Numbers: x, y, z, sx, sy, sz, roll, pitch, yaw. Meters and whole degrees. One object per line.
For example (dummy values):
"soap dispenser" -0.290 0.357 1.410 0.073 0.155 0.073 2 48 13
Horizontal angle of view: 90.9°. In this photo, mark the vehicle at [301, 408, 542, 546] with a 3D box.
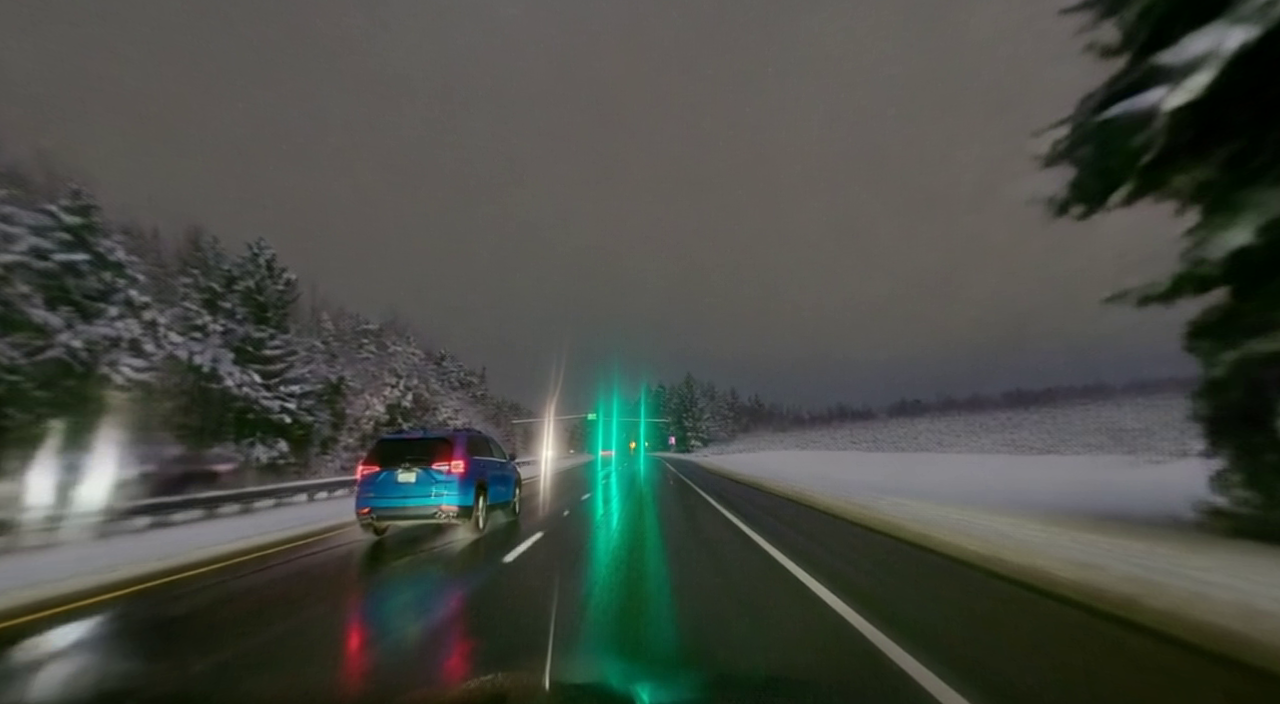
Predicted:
"vehicle" -3.378 2.075 11.157 2.336 1.857 4.986 0 -8 2
